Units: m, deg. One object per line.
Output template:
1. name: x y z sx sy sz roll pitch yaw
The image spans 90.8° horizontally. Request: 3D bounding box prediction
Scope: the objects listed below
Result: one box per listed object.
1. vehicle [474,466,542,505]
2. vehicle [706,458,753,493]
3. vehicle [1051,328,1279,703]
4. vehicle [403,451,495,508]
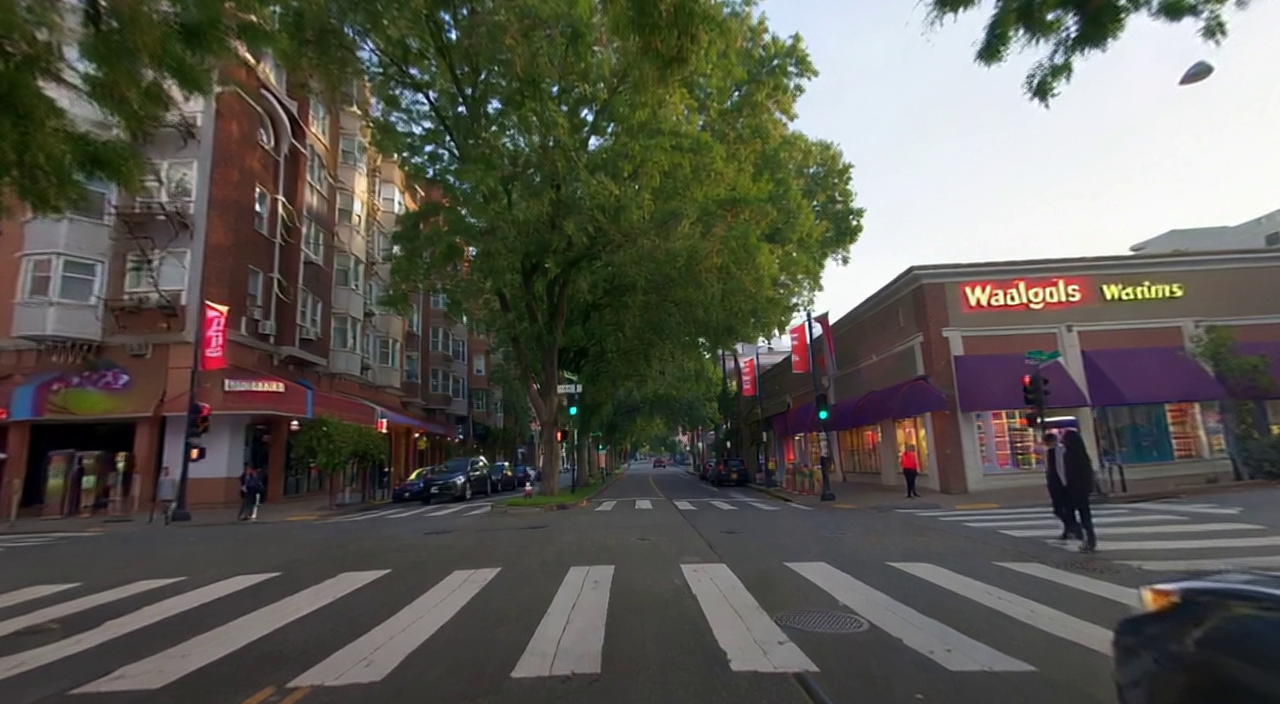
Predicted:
1. vehicle: -5.745 5.871 28.155 1.983 1.438 4.559 0 -8 1
2. vehicle: 5.199 7.211 37.270 2.010 1.844 4.386 0 -8 -2
3. vehicle: 2.661 0.690 1.206 1.822 1.654 2.794 0 -8 1
4. vehicle: -8.798 5.900 29.873 2.489 2.323 5.843 0 -8 0
